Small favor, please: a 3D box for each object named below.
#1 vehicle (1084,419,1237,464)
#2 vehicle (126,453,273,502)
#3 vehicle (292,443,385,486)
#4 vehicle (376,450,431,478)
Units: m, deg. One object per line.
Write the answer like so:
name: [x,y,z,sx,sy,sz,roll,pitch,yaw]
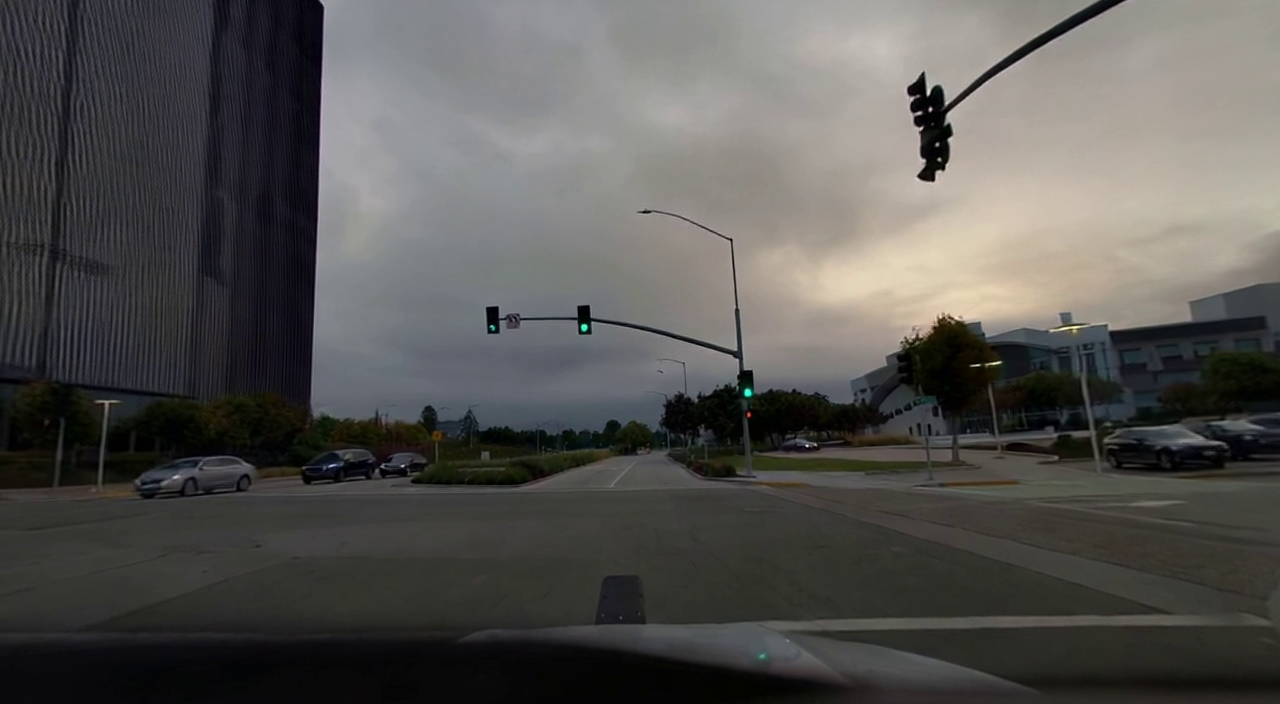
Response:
vehicle: [19.086,3.351,23.406,1.834,1.480,4.458,0,-9,-1]
vehicle: [-14.987,4.247,21.766,1.790,1.437,4.349,0,-9,2]
vehicle: [-14.835,5.523,31.362,2.091,1.915,5.040,0,-9,0]
vehicle: [-15.122,7.175,40.577,1.932,1.605,4.146,0,-9,0]
